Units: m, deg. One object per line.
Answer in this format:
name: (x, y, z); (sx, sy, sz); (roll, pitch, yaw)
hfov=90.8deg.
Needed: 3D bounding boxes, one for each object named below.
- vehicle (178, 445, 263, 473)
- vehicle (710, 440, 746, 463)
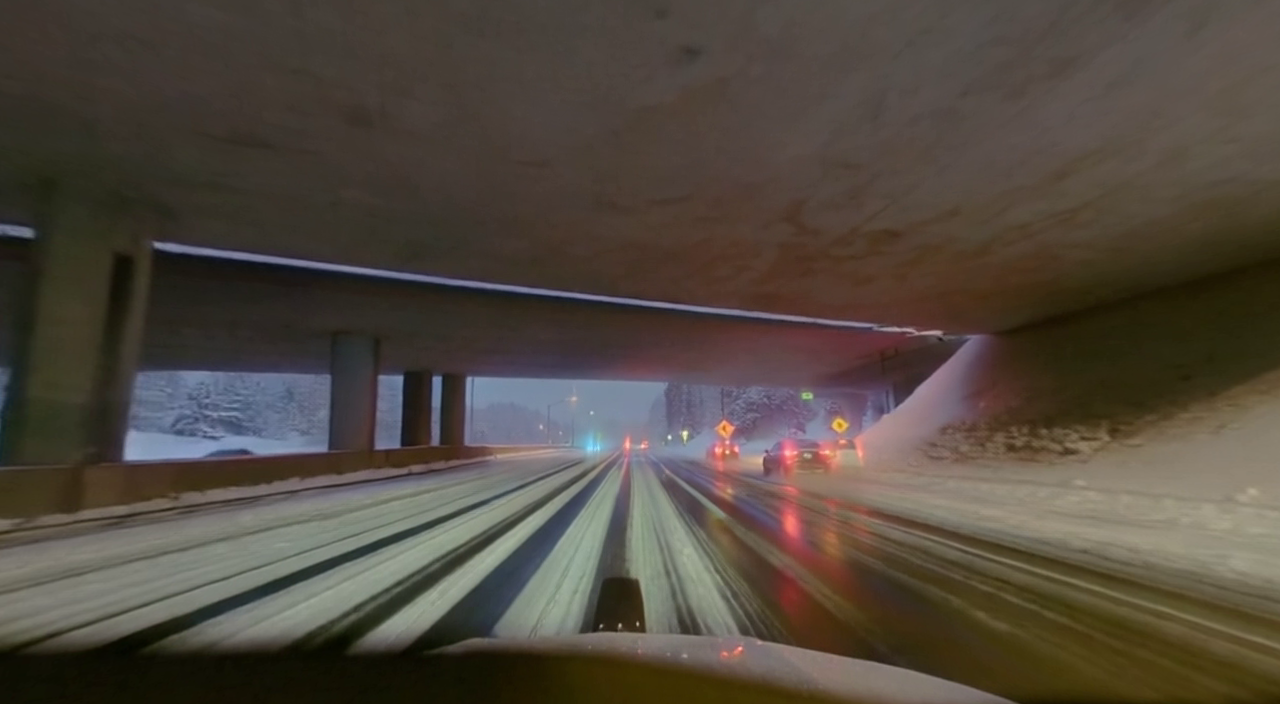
vehicle: (-24.653, 6.284, 37.330); (2.024, 1.555, 4.454); (0, -8, -1)
vehicle: (6.754, 7.669, 48.850); (2.075, 1.611, 4.421); (0, -8, -2)
